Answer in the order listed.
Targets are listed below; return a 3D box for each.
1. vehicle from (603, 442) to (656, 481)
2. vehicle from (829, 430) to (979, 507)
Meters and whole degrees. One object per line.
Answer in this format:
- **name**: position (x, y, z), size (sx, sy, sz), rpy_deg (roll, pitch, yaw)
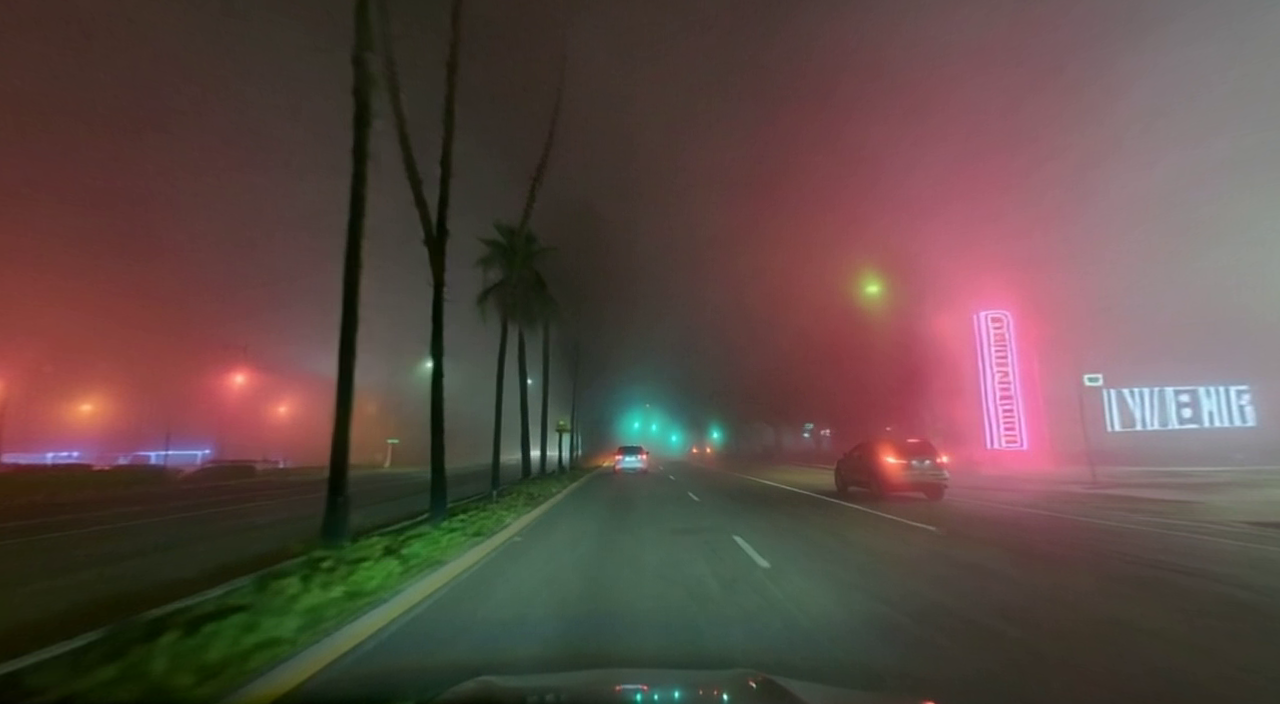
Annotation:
- **vehicle**: position (-0.401, 4.354, 25.300), size (1.970, 1.402, 3.756), rpy_deg (0, -8, -1)
- **vehicle**: position (6.350, 2.826, 15.713), size (1.949, 1.647, 3.894), rpy_deg (0, -8, -2)
